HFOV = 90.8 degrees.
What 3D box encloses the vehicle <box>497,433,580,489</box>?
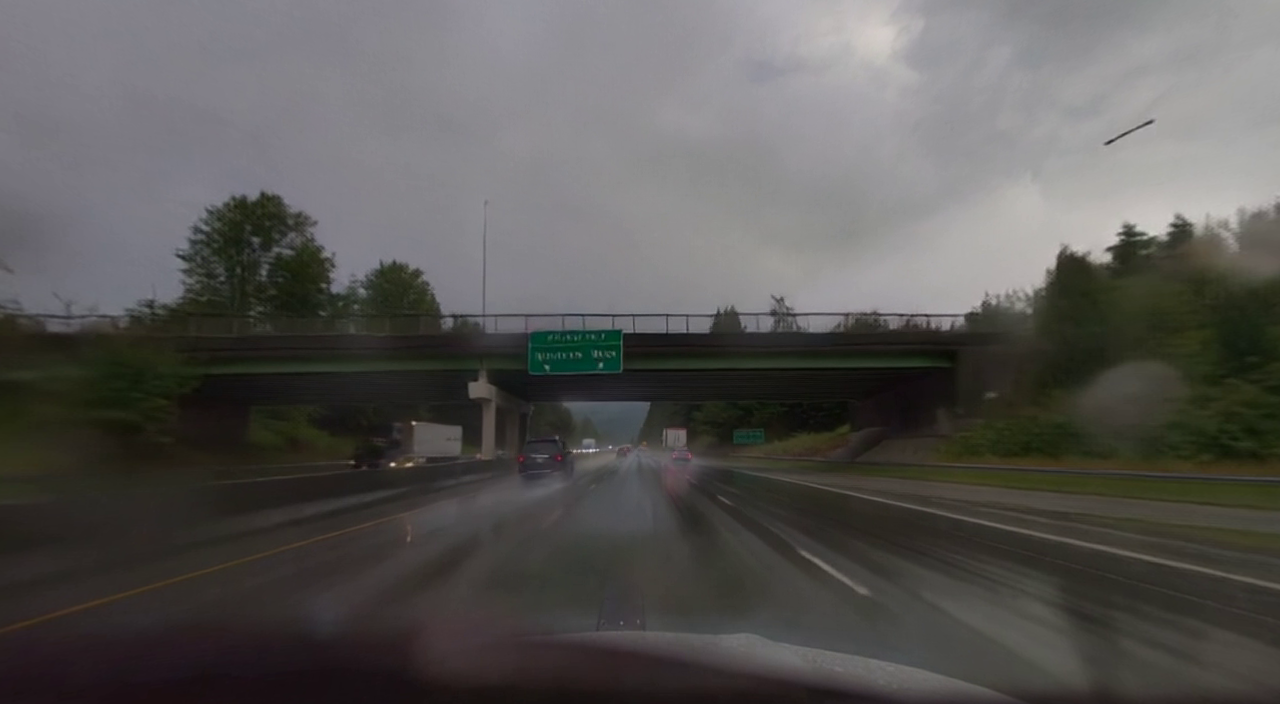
[{"bbox_3d":[-3.545,3.915,22.911,2.238,1.792,4.518,0,-9,0],"label":"vehicle"}]
